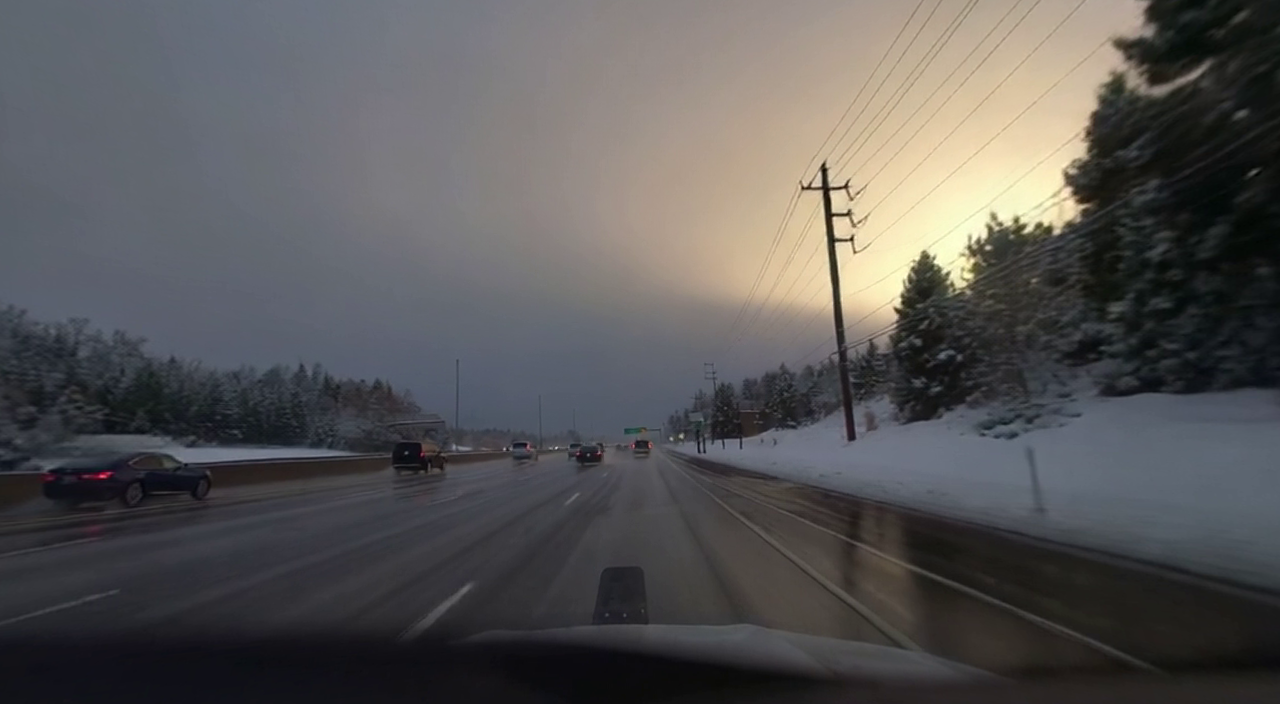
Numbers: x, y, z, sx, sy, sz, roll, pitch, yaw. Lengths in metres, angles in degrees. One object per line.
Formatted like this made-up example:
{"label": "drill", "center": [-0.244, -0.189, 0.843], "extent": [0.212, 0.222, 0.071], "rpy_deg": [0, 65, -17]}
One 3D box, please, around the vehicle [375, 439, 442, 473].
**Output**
{"label": "vehicle", "center": [-14.368, 6.493, 39.462], "extent": [2.172, 1.946, 5.017], "rpy_deg": [0, -9, 1]}

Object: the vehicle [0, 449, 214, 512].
{"label": "vehicle", "center": [-14.364, 3.403, 17.302], "extent": [1.885, 1.474, 4.849], "rpy_deg": [0, -9, 1]}

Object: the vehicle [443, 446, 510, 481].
{"label": "vehicle", "center": [-7.401, 5.053, 28.934], "extent": [1.899, 1.472, 4.202], "rpy_deg": [0, -9, 1]}

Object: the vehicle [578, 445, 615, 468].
{"label": "vehicle", "center": [-2.792, 6.845, 41.418], "extent": [2.064, 1.446, 4.409], "rpy_deg": [0, -9, 1]}
